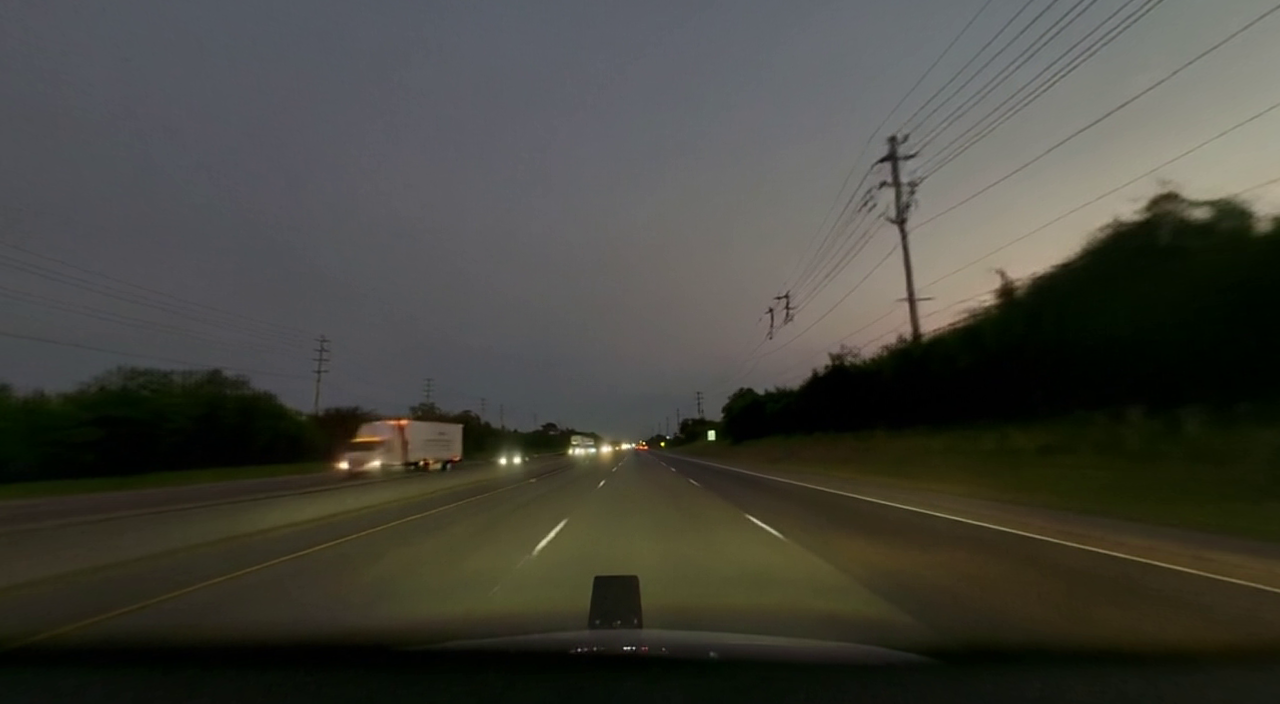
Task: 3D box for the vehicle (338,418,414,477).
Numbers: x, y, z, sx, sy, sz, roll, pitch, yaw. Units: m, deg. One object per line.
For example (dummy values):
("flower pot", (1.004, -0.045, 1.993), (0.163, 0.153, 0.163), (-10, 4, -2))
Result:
("vehicle", (-19.661, 7.190, 47.200), (2.916, 4.053, 6.083), (0, -9, 1))
